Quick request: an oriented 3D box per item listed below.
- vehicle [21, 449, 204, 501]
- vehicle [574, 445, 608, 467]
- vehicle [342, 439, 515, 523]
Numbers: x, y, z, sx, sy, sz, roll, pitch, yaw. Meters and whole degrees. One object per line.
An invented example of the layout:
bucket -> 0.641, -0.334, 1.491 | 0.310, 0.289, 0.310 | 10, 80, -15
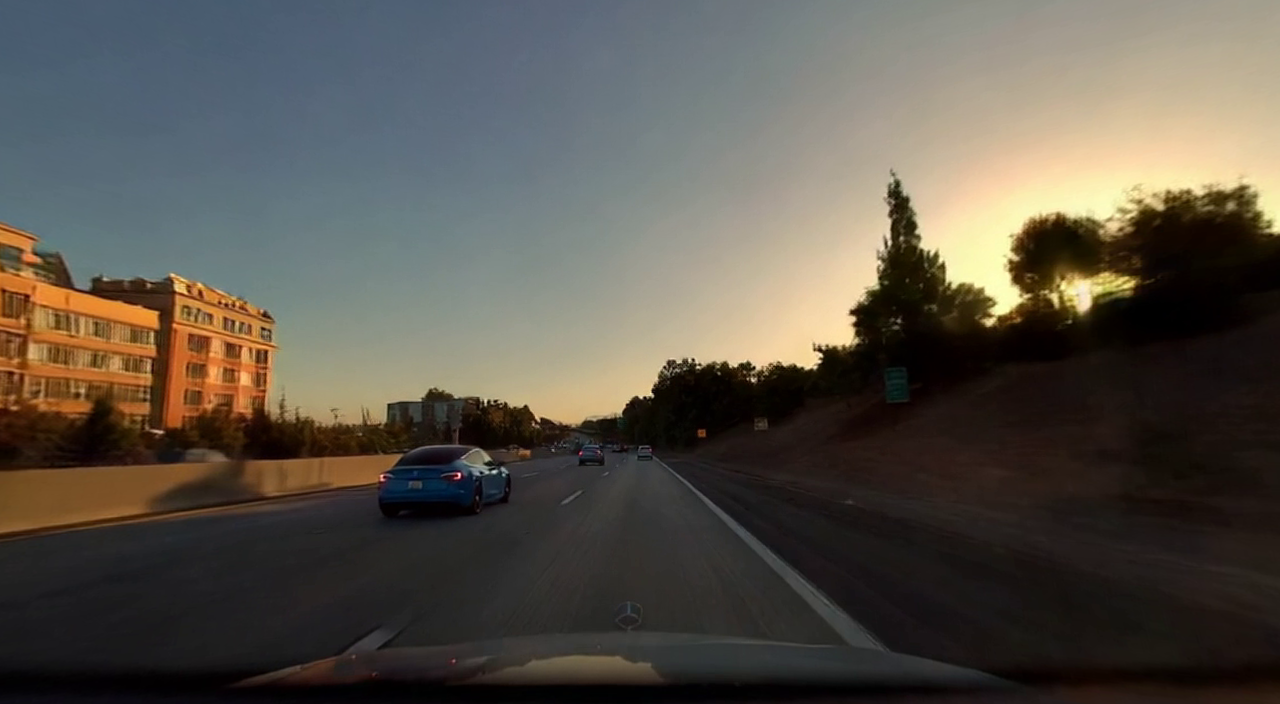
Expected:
vehicle -> -17.083, 3.950, 20.827 | 1.937, 1.470, 4.729 | 0, -8, 0
vehicle -> -3.330, 7.163, 43.732 | 1.926, 1.464, 4.186 | 0, -8, 1
vehicle -> -4.178, 2.603, 13.370 | 2.083, 1.471, 4.350 | 0, -8, 1
